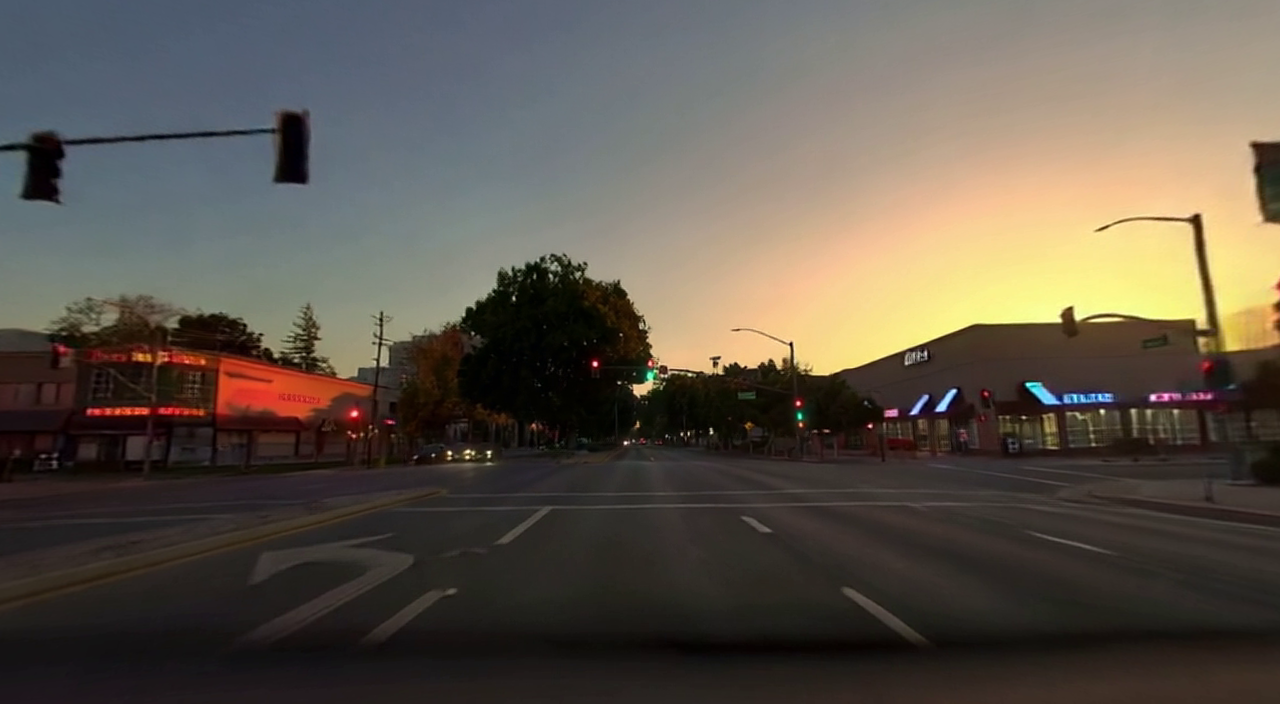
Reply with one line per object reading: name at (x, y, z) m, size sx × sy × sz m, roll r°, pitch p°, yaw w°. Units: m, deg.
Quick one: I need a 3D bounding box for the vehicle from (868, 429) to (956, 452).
vehicle at (21.029, 6.912, 49.051) m, size 5.587 × 1.689 × 2.605 m, roll 0°, pitch -8°, yaw -3°
